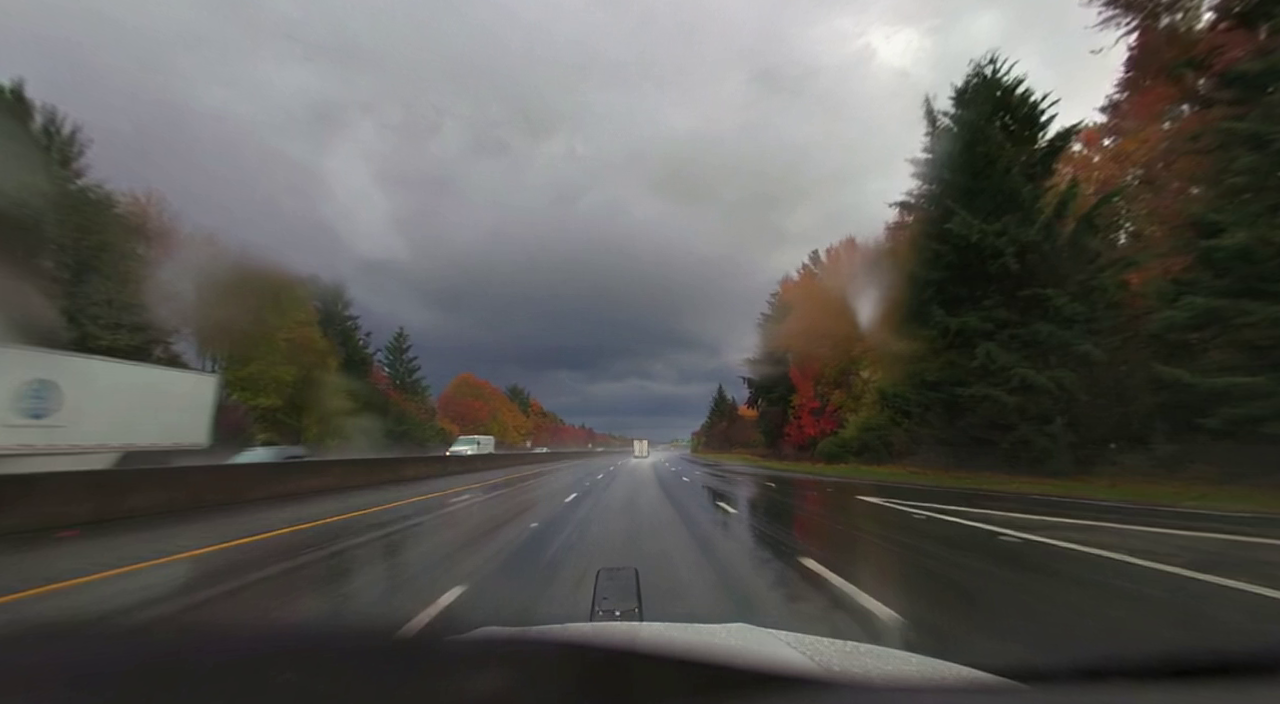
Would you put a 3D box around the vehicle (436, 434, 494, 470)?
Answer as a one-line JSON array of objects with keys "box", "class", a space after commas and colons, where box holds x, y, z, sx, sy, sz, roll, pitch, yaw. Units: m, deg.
[{"box": [-11.905, 6.840, 43.080, 2.347, 2.274, 5.425, -1, -9, 1], "class": "vehicle"}]

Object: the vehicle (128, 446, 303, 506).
[{"box": [-12.426, 3.625, 18.833, 1.942, 1.554, 4.696, 0, -9, 0], "class": "vehicle"}]

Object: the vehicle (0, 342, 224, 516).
[{"box": [-16.929, 1.721, 14.129, 3.358, 4.099, 17.383, 0, -9, 0], "class": "vehicle"}]
